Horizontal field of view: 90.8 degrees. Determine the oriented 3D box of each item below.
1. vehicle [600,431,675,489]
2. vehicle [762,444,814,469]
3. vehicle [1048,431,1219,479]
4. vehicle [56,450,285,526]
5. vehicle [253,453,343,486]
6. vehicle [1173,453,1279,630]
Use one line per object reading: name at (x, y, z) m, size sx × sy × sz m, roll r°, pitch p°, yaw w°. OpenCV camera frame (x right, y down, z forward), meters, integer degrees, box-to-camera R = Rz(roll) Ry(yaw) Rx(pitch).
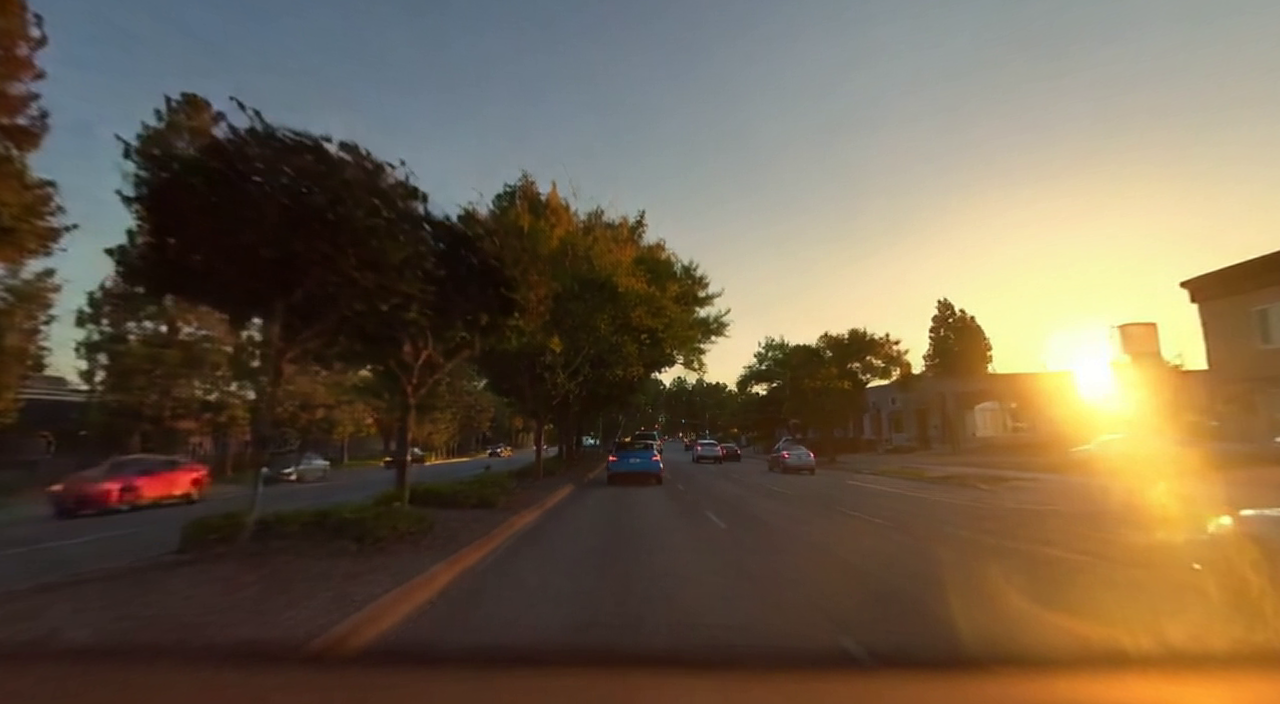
vehicle at (-0.118, 3.595, 21.313) m, size 2.266 × 1.762 × 4.131 m, roll 0°, pitch -9°, yaw -1°
vehicle at (9.078, 6.440, 39.074) m, size 2.045 × 1.484 × 4.342 m, roll 0°, pitch -9°, yaw -2°
vehicle at (19.502, 4.043, 25.120) m, size 4.932 × 1.514 × 2.327 m, roll -3°, pitch -8°, yaw -5°
vehicle at (-10.849, 3.125, 15.179) m, size 1.900 × 1.497 × 4.626 m, roll 0°, pitch -9°, yaw 0°
vehicle at (-17.077, 5.859, 31.869) m, size 1.929 × 1.460 × 4.668 m, roll 0°, pitch -9°, yaw 0°
vehicle at (5.909, 1.221, 3.426) m, size 2.258 × 1.294 × 4.312 m, roll 0°, pitch -9°, yaw 0°
